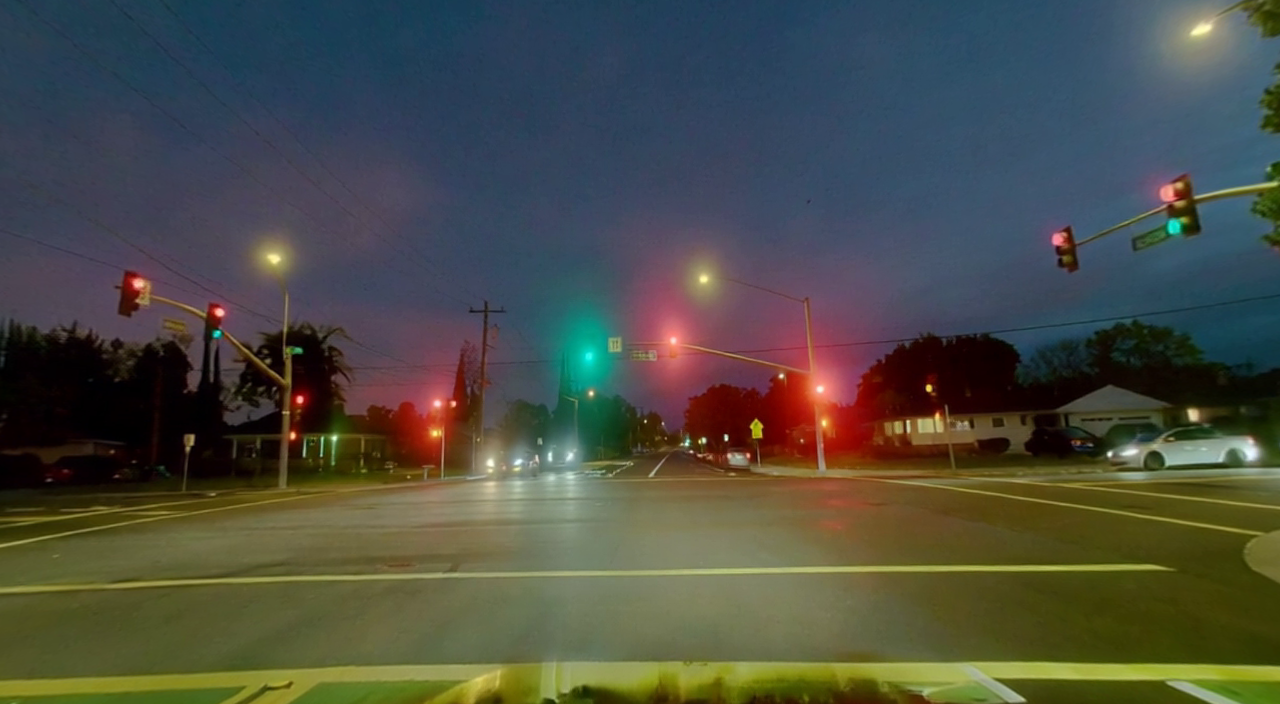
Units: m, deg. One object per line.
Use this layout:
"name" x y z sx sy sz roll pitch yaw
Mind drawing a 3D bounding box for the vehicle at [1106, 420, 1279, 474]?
"vehicle" 16.959 2.838 18.960 4.345 1.517 1.913 0 -8 1

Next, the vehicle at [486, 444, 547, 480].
"vehicle" -6.098 5.488 31.784 1.982 1.686 4.195 -1 -8 4

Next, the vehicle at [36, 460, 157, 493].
"vehicle" -30.103 6.869 35.259 2.106 1.586 5.009 -1 -8 4

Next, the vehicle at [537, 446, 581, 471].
"vehicle" -5.698 7.530 44.995 2.270 1.605 4.958 -1 -8 3

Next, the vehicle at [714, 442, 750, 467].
"vehicle" 6.216 6.958 43.219 1.891 1.611 4.269 0 -8 1

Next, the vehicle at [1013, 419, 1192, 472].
"vehicle" 15.998 3.269 22.069 4.452 1.711 2.186 0 -8 1
